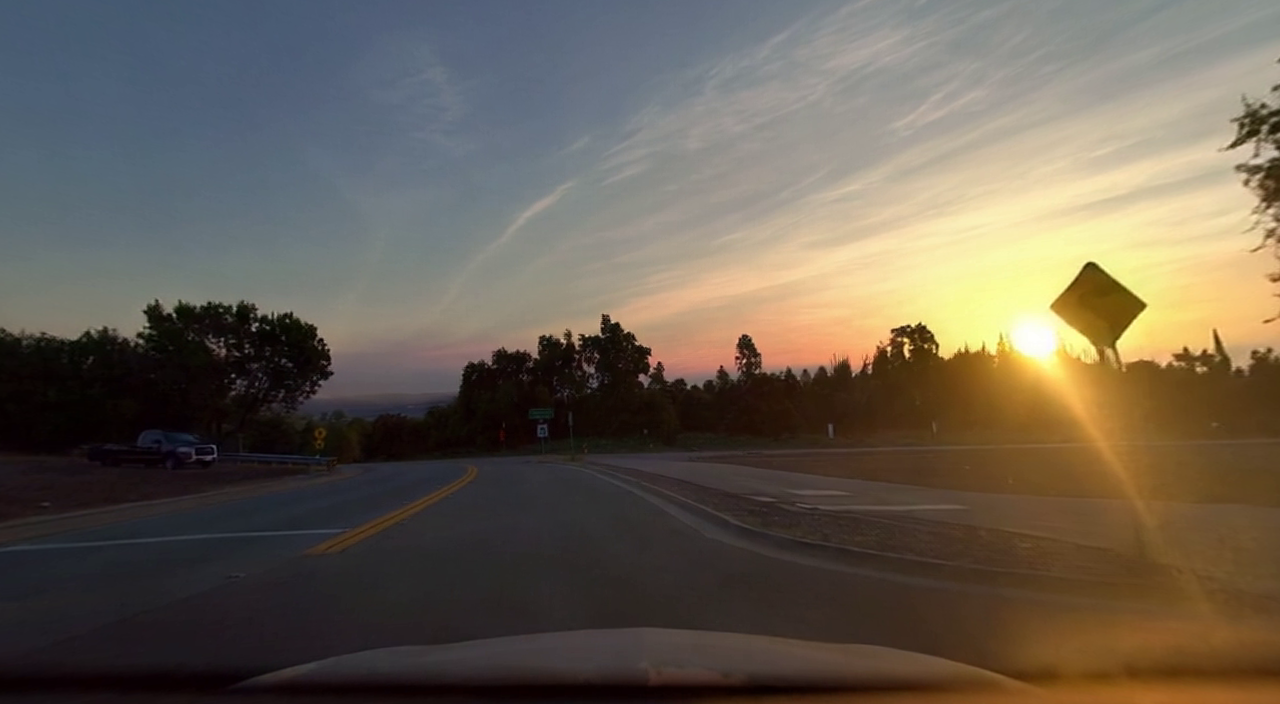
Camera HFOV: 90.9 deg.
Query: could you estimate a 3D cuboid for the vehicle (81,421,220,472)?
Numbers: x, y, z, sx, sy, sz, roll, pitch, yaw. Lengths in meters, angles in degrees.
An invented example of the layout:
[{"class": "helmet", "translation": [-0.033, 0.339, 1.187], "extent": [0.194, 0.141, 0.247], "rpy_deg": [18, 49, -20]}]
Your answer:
[{"class": "vehicle", "translation": [-20.779, 4.009, 26.806], "extent": [4.699, 1.996, 2.116], "rpy_deg": [-2, -9, 15]}]
